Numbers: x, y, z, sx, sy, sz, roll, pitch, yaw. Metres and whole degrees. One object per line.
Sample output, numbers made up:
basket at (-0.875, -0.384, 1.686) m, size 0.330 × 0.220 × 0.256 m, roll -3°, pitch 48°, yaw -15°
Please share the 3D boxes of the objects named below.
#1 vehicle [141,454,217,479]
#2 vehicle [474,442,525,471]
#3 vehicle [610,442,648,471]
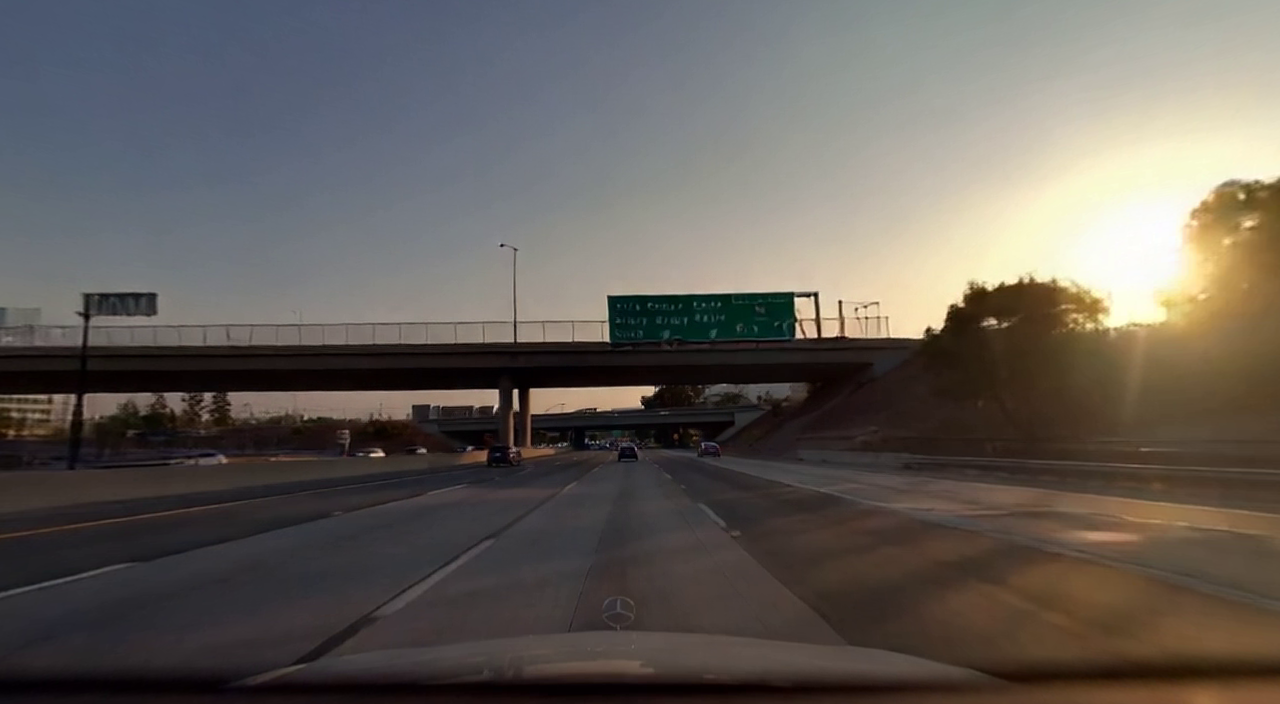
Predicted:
vehicle at (-35.645, 8.832, 49.044) m, size 2.066 × 1.765 × 5.013 m, roll 0°, pitch -8°, yaw 0°
vehicle at (-8.054, 6.030, 36.551) m, size 1.957 × 1.554 × 4.350 m, roll 0°, pitch -8°, yaw -1°
vehicle at (-0.642, 5.805, 35.332) m, size 2.012 × 1.471 × 4.059 m, roll 0°, pitch -8°, yaw -2°
